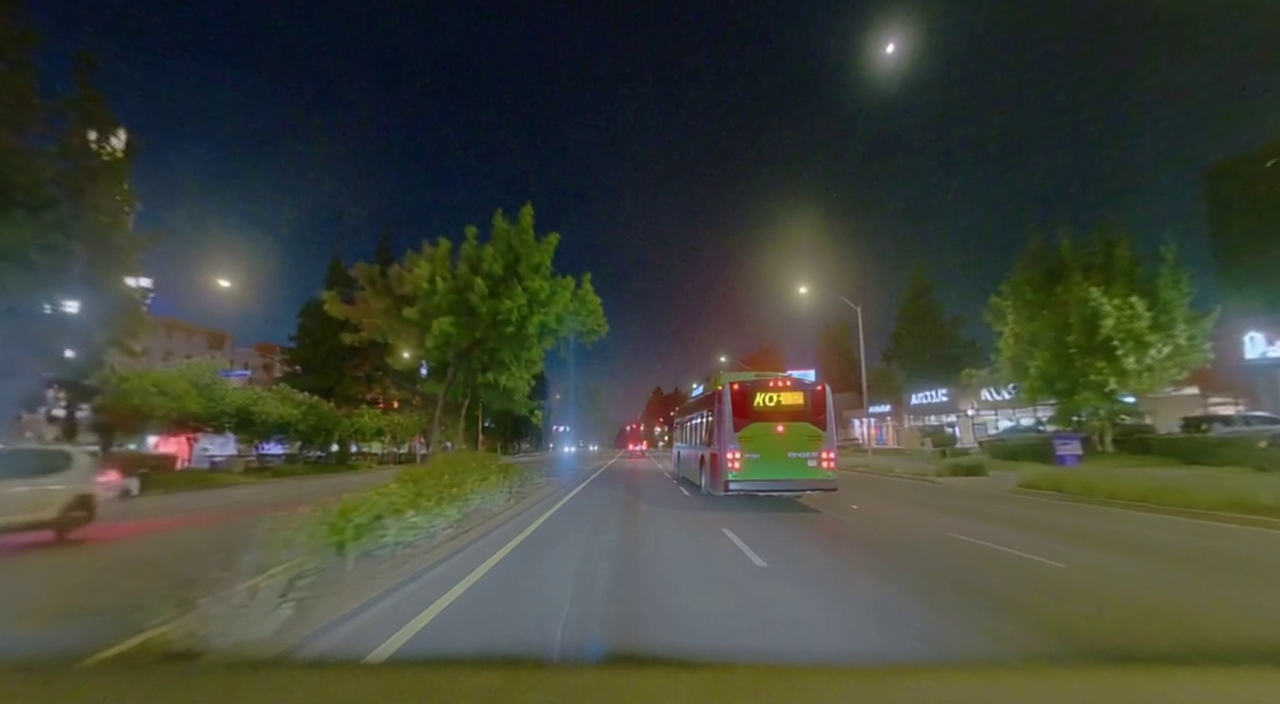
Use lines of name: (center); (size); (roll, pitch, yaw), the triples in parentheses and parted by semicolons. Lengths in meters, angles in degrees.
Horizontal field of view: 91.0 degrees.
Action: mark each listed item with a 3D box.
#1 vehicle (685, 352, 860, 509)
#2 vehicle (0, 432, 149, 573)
vehicle: (3.110, 2.313, 17.965); (2.766, 3.306, 9.281); (0, -8, -1)
vehicle: (-8.661, 1.798, 7.558); (2.170, 1.657, 4.327); (0, -8, -4)
